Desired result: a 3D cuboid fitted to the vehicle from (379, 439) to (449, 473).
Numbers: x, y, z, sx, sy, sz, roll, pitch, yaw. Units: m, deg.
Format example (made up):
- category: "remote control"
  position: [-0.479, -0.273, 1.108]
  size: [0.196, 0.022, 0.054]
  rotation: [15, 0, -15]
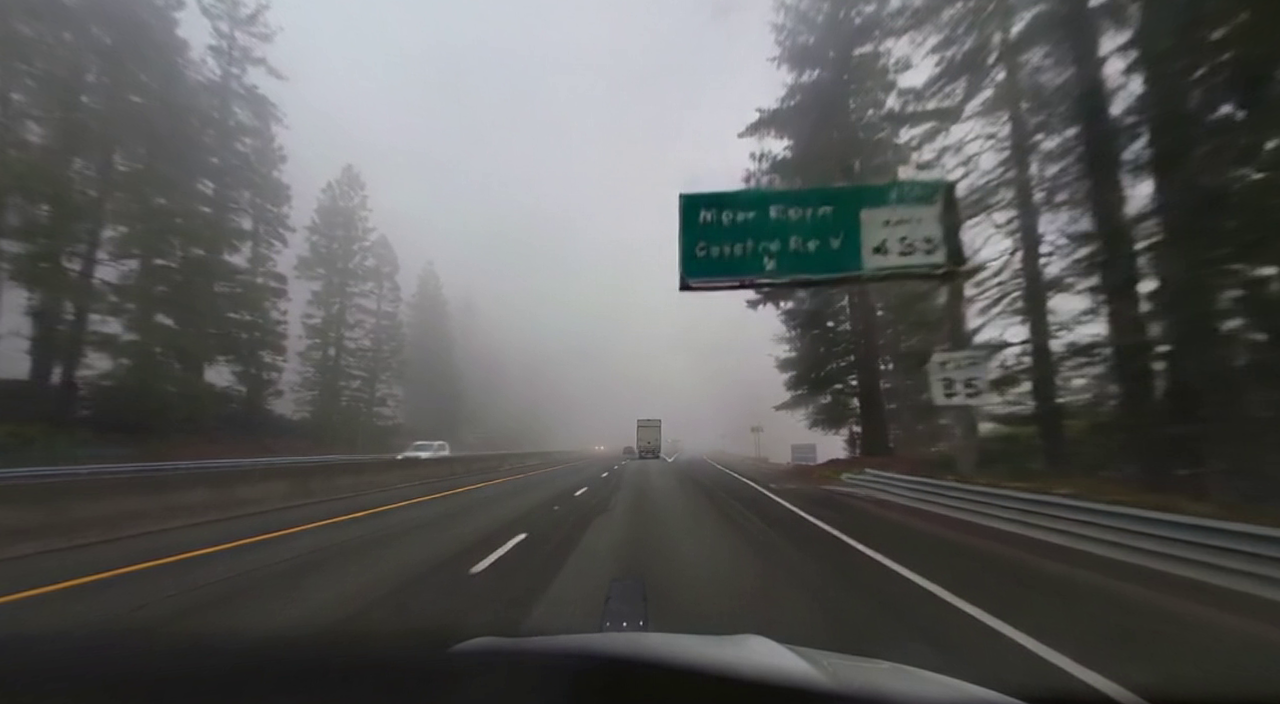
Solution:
- category: "vehicle"
  position: [-11.313, 5.218, 31.921]
  size: [1.959, 1.563, 4.426]
  rotation: [0, -8, 0]
